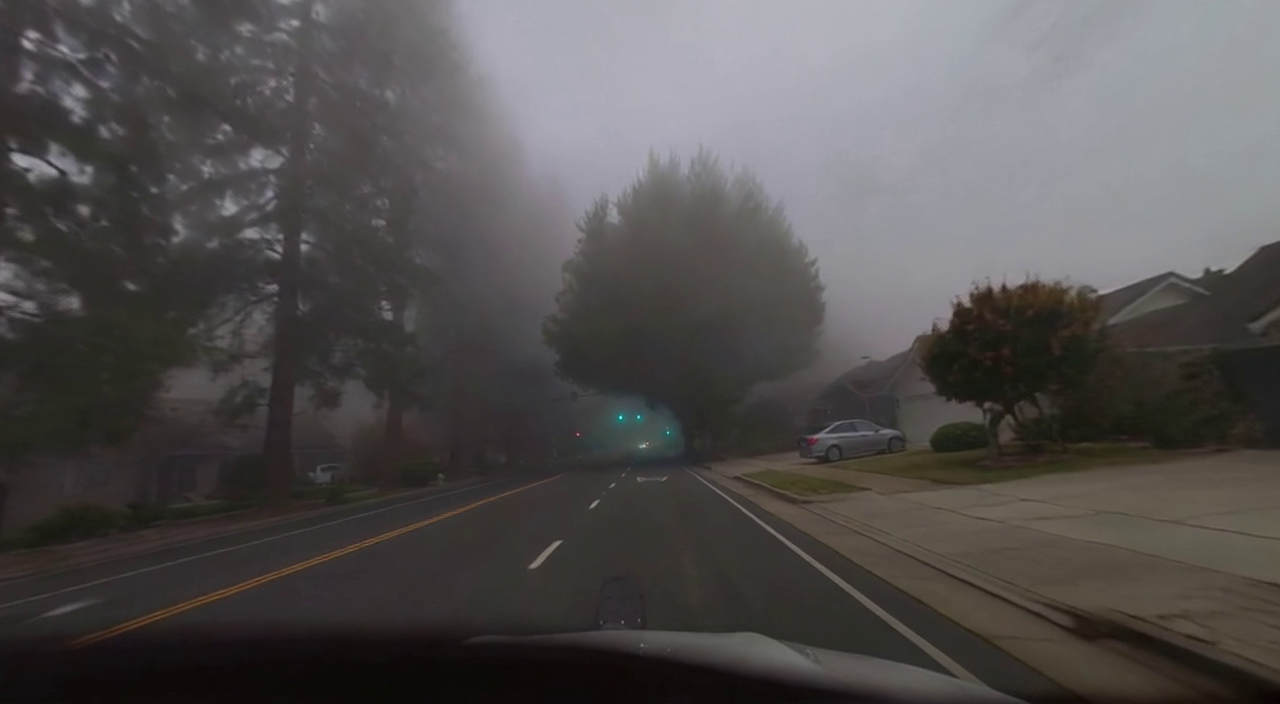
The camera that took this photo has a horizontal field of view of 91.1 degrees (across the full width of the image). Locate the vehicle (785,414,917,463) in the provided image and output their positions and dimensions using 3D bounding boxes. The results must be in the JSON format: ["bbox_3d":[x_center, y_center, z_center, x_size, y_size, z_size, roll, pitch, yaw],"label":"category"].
[{"bbox_3d":[8.349,3.454,24.941,4.636,1.823,1.997,3,-9,-18],"label":"vehicle"}]

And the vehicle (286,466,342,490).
[{"bbox_3d":[-22.278,8.586,43.029,1.847,1.461,3.659,0,-9,0],"label":"vehicle"}]
